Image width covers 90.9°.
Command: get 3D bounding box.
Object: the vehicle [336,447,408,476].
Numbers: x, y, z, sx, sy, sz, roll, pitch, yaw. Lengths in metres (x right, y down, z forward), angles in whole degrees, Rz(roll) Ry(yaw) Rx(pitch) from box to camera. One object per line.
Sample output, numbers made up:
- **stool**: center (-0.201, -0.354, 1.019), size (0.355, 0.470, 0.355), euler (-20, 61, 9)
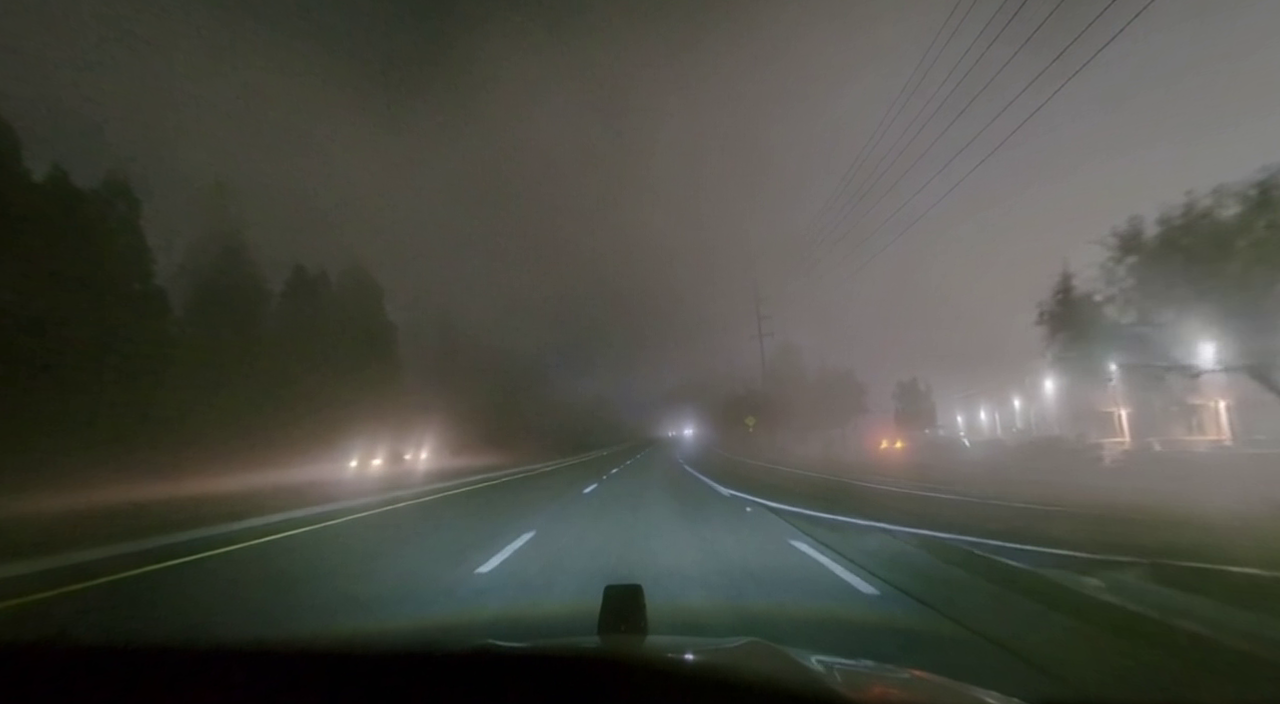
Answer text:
- **vehicle**: center (-16.243, 6.644, 38.526), size (2.082, 1.642, 4.640), euler (-1, -8, 5)
